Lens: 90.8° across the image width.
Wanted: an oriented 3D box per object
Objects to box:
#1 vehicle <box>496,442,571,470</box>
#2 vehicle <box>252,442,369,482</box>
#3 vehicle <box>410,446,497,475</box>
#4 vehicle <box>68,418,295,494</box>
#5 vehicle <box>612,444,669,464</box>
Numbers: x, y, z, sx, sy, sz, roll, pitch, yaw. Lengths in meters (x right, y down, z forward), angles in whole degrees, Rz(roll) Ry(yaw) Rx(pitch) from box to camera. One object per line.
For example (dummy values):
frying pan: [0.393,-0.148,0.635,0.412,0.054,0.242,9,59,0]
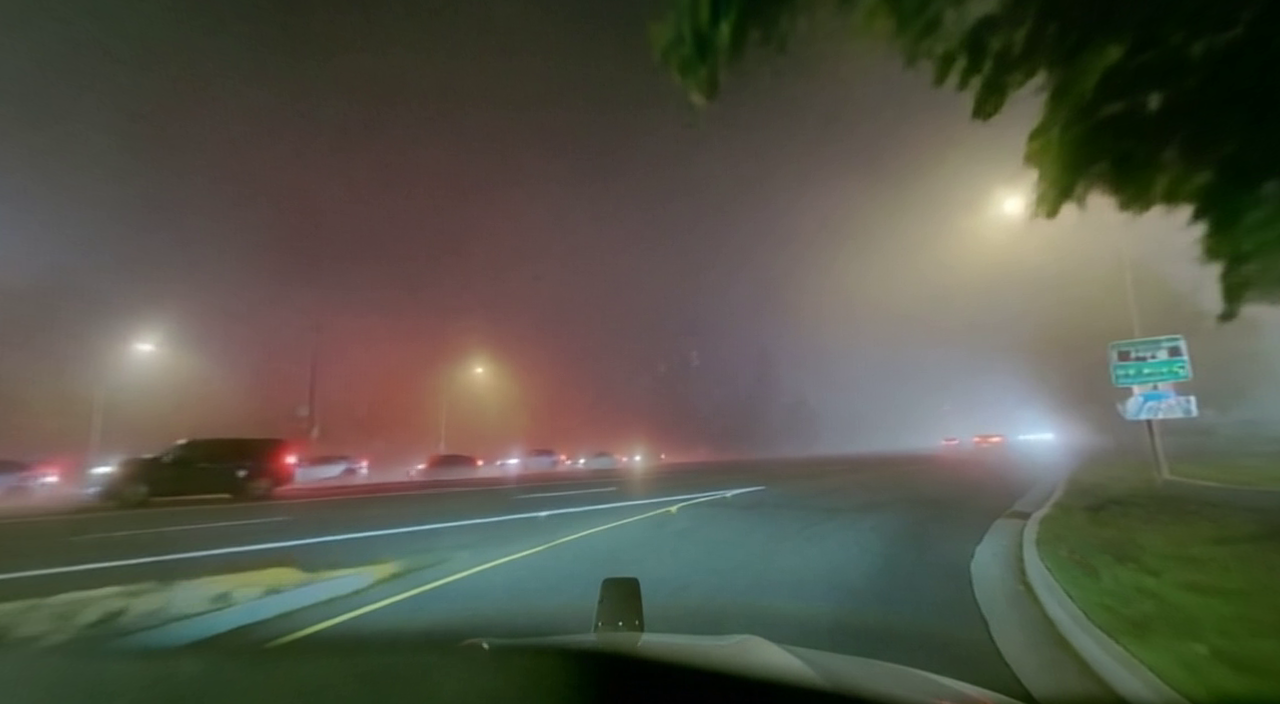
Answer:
vehicle: [-6.971,6.832,41.615,1.926,1.681,4.727,-7,-11,39]
vehicle: [-15.878,5.424,30.668,2.033,1.625,4.467,-14,-18,38]
vehicle: [-10.785,6.266,36.787,1.842,1.582,4.513,-7,-11,39]
vehicle: [-15.244,3.670,21.388,2.225,2.053,5.636,-15,-19,38]
vehicle: [0.070,8.010,49.873,1.872,1.493,4.724,-7,-11,40]
